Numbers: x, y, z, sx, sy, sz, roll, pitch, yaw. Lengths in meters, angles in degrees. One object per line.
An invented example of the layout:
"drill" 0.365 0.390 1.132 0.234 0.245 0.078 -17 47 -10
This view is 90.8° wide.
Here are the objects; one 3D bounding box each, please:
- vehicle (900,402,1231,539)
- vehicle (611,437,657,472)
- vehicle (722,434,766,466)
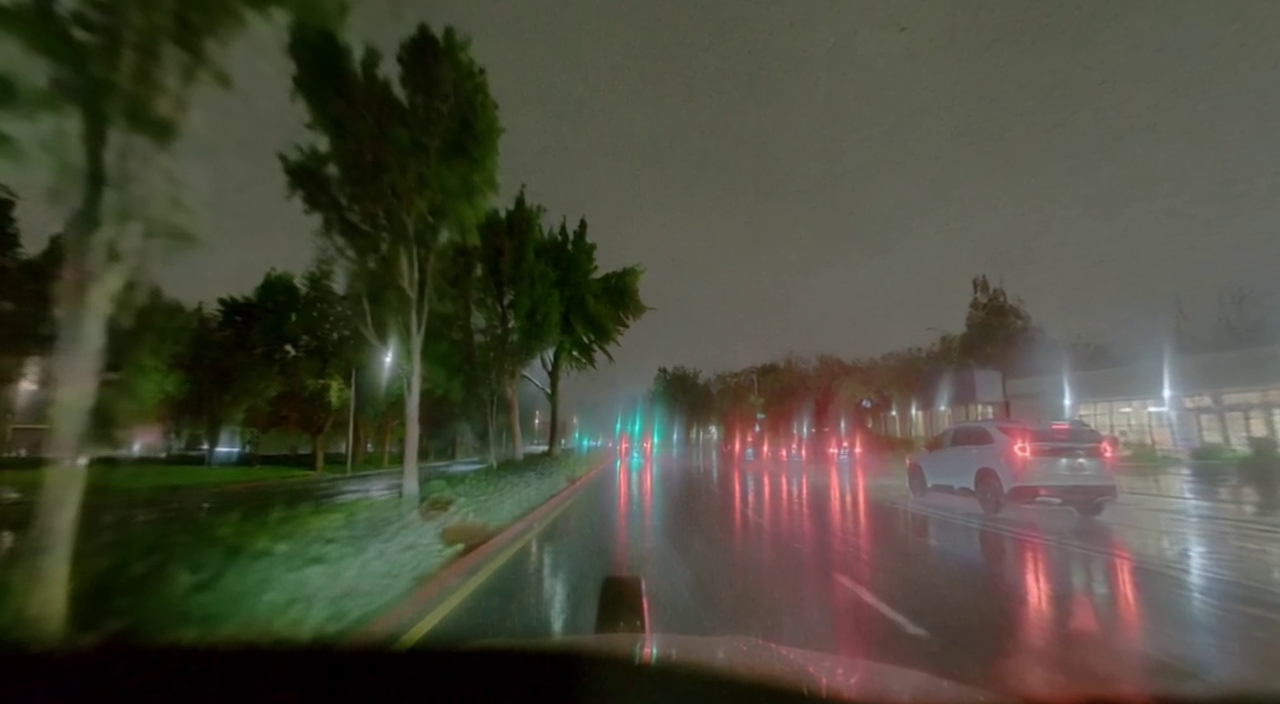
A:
"vehicle" 7.206 2.087 11.839 2.240 1.923 5.678 0 -8 0
"vehicle" -0.291 4.909 30.502 2.037 1.568 3.693 0 -8 -1
"vehicle" 6.496 6.193 40.035 1.955 1.845 4.538 0 -8 -1
